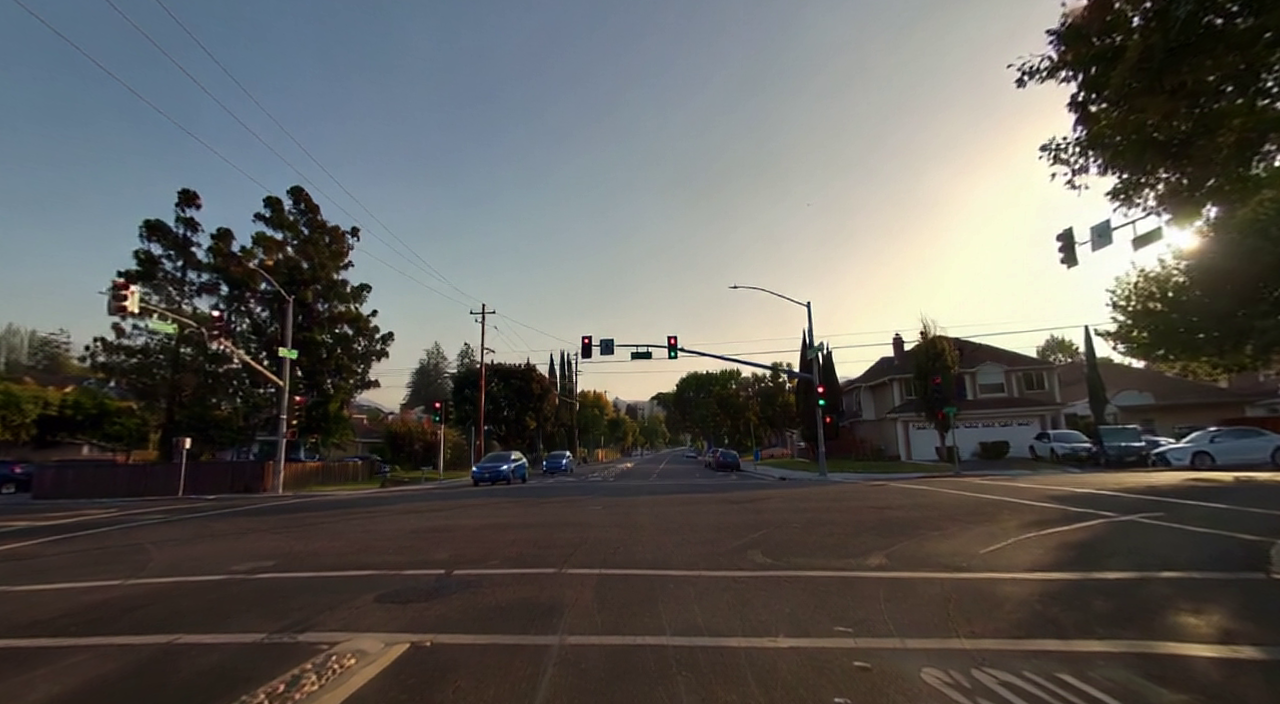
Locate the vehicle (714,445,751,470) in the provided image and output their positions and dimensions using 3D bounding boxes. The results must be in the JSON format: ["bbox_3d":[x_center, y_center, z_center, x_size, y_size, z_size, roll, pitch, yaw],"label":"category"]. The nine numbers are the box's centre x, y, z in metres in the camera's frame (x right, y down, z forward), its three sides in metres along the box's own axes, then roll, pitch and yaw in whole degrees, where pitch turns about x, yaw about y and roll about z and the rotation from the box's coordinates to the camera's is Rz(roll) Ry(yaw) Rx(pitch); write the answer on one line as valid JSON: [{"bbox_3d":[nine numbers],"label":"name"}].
[{"bbox_3d":[6.207,7.116,42.911,1.891,1.611,4.269,0,-8,1],"label":"vehicle"}]

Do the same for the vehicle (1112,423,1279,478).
[{"bbox_3d":[16.958,2.897,18.703,4.345,1.517,1.913,0,-8,1],"label":"vehicle"}]

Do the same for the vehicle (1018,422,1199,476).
[{"bbox_3d":[16.006,3.342,21.815,4.452,1.711,2.186,0,-8,1],"label":"vehicle"}]

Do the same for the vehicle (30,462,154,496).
[{"bbox_3d":[-30.105,6.988,34.971,2.106,1.586,5.009,-1,-8,4],"label":"vehicle"}]

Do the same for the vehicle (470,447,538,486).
[{"bbox_3d":[-6.229,5.264,29.390,1.982,1.686,4.195,-1,-8,4],"label":"vehicle"}]

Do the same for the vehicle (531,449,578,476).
[{"bbox_3d":[-5.822,7.556,43.445,2.270,1.605,4.958,-2,-9,3],"label":"vehicle"}]
